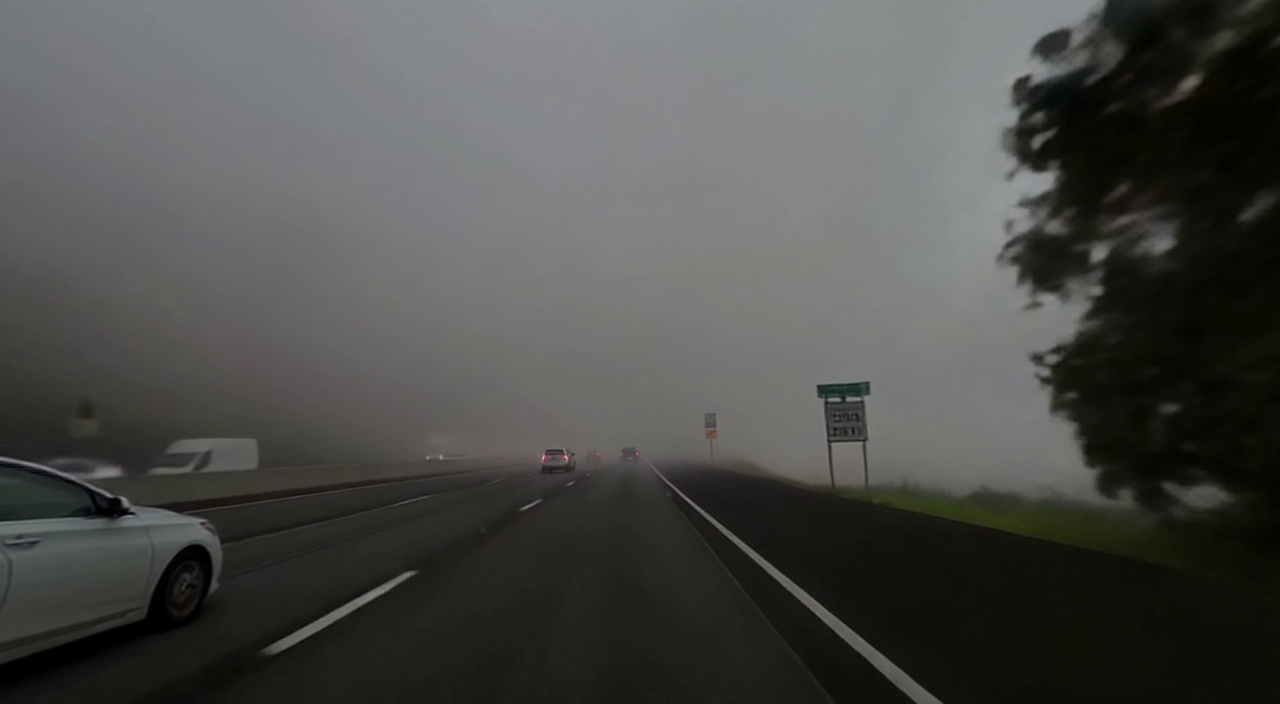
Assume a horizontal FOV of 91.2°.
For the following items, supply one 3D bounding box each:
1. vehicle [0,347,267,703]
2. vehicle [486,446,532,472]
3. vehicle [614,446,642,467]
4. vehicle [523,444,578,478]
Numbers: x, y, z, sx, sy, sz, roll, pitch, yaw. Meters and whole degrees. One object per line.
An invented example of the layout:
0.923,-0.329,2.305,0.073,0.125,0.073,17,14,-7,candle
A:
-4.035,0.840,2.682,2.074,1.779,4.588,0,-9,-1,vehicle
-7.904,6.467,38.059,1.936,1.516,3.904,0,-9,0,vehicle
-0.888,7.724,46.538,2.023,1.479,3.718,0,-9,-1,vehicle
-4.167,5.135,29.668,1.988,1.477,4.118,0,-9,0,vehicle
